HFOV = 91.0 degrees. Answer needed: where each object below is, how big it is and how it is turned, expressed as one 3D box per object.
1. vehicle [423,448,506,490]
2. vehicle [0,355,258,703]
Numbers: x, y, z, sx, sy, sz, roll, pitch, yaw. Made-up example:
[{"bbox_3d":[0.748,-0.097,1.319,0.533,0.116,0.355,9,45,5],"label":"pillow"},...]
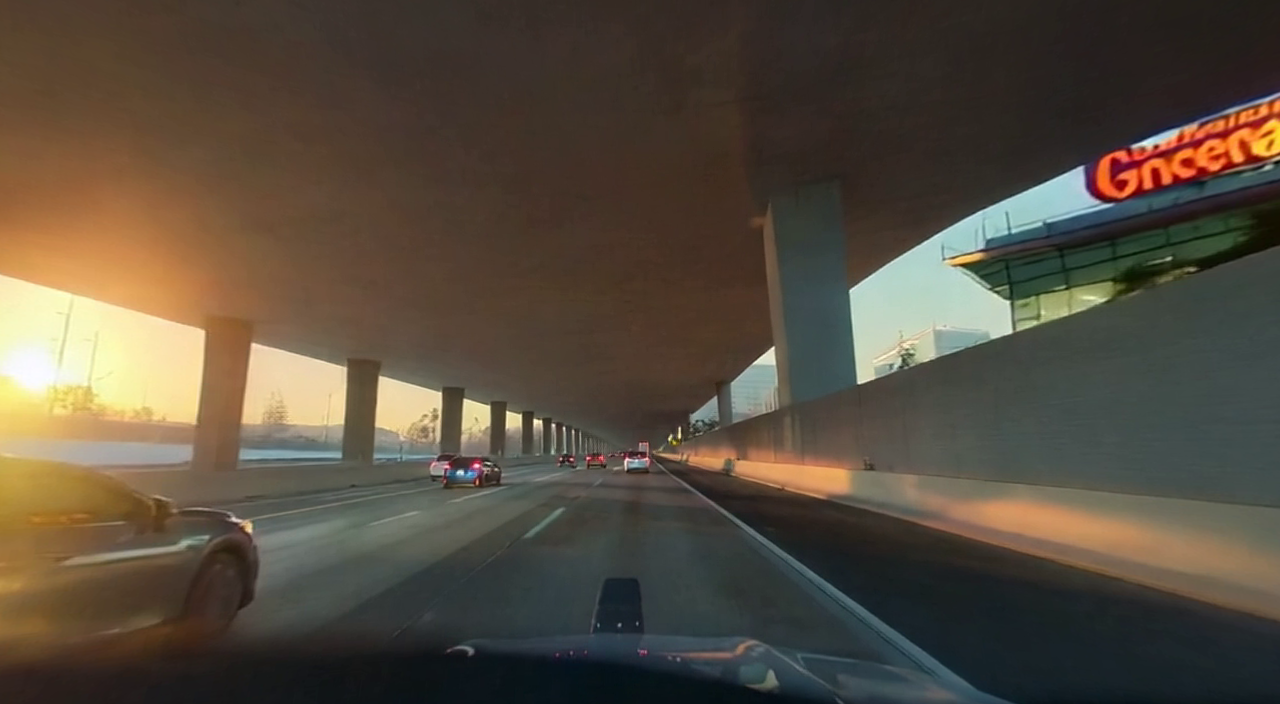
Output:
[{"bbox_3d":[-7.242,4.852,26.528,1.998,1.542,4.953,0,-9,1],"label":"vehicle"},{"bbox_3d":[-3.728,0.804,2.091,2.059,1.725,4.521,0,-9,0],"label":"vehicle"}]
